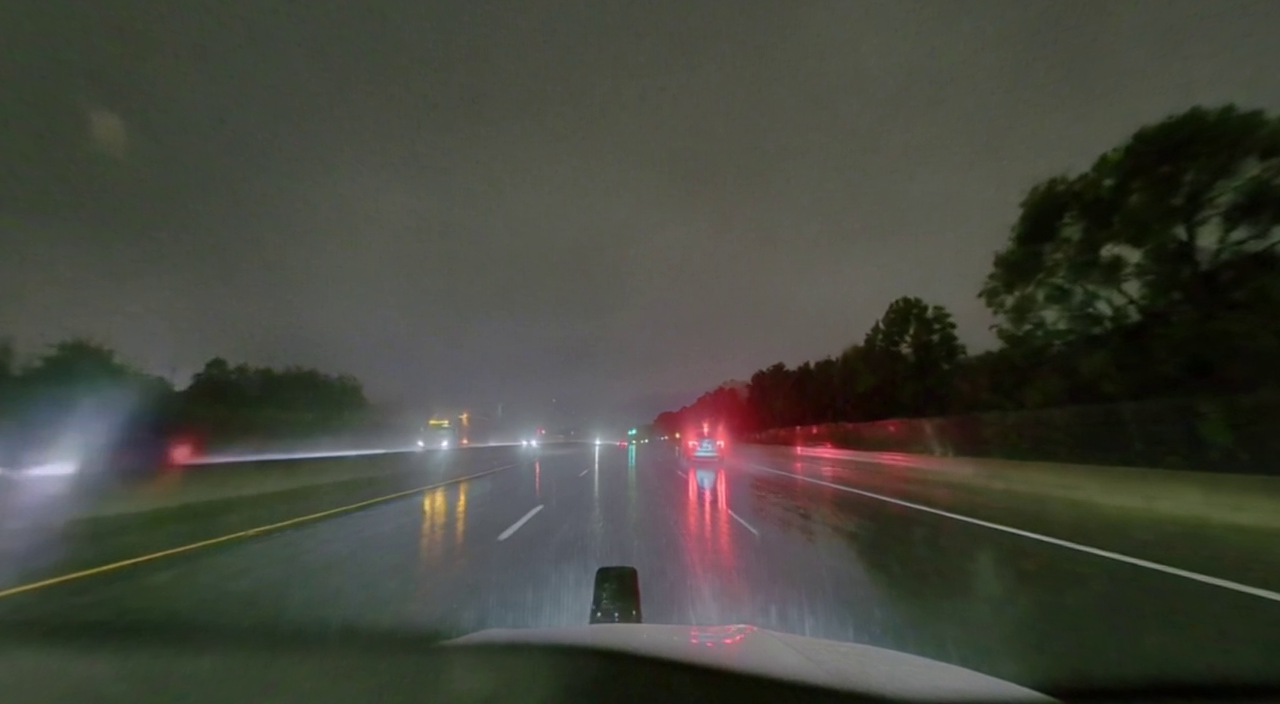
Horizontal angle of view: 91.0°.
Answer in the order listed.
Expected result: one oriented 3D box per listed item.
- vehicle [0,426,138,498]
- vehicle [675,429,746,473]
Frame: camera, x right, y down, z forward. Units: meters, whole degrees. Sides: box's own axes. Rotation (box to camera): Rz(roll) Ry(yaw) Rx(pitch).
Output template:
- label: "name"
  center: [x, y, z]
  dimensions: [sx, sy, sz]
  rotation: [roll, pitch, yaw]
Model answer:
- label: "vehicle"
  center: [-16.464, 2.951, 17.231]
  dimensions: [2.070, 1.716, 4.121]
  rotation: [0, -8, -1]
- label: "vehicle"
  center: [2.835, 4.109, 26.364]
  dimensions: [2.349, 1.651, 4.161]
  rotation: [0, -8, -2]
